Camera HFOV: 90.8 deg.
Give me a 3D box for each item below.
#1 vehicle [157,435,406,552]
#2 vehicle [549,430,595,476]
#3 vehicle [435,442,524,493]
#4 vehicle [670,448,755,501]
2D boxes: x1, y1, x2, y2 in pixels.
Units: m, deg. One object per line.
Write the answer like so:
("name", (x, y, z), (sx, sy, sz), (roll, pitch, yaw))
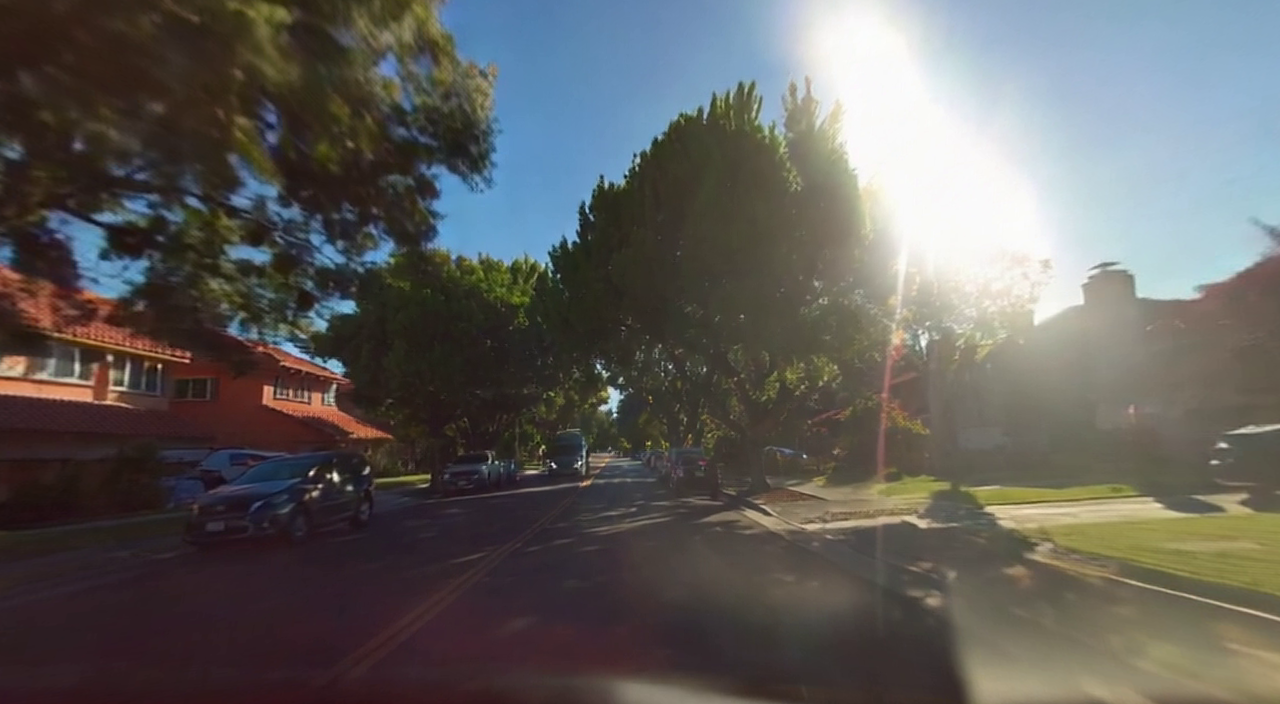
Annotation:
("vehicle", (-6.150, 2.444, 11.628), (2.033, 1.721, 4.328), (0, -9, 0))
("vehicle", (-4.377, 6.647, 41.714), (2.469, 2.819, 6.393), (0, -9, -2))
("vehicle", (-6.512, 4.736, 26.349), (2.265, 1.876, 5.371), (0, -9, 0))
("vehicle", (2.179, 3.841, 20.243), (1.996, 1.516, 4.122), (0, -9, -4))
